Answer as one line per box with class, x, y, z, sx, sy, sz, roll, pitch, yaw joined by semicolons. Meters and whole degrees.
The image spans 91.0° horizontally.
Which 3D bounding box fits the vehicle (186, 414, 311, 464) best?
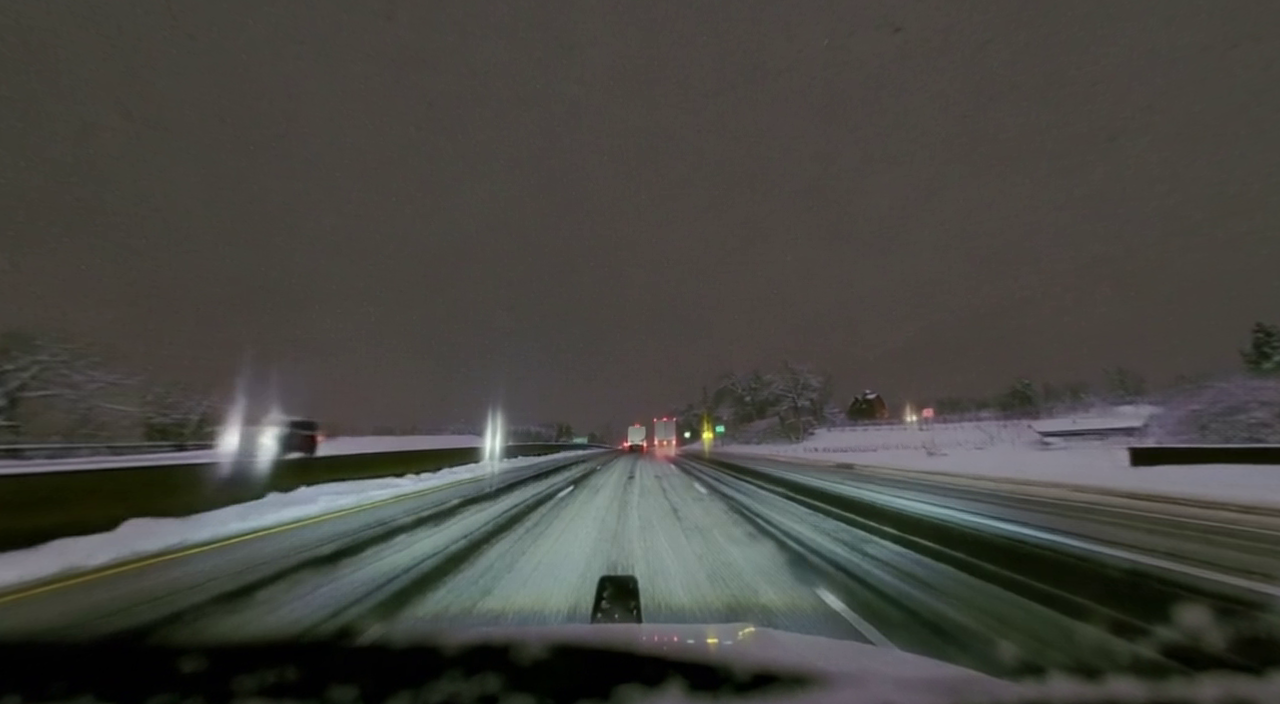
vehicle;-16.342;3.686;26.693;2.101;1.902;4.985;-1;-8;0
